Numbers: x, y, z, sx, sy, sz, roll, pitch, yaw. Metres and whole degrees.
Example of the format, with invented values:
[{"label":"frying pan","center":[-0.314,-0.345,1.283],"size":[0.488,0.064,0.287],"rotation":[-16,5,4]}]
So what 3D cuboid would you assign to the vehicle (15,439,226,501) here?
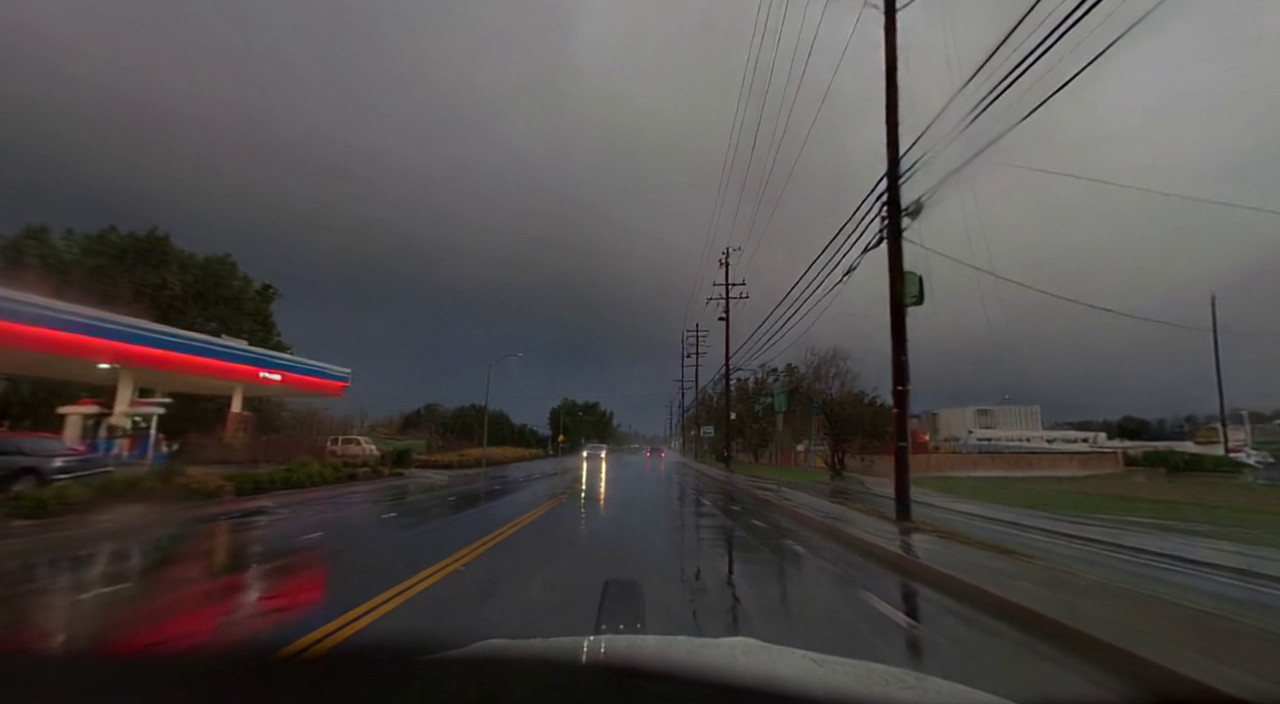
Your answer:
[{"label":"vehicle","center":[-13.862,3.147,17.352],"size":[1.947,1.435,4.606],"rotation":[0,-9,-1]}]

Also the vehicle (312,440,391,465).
[{"label":"vehicle","center":[-22.163,7.726,48.793],"size":[2.094,1.778,5.276],"rotation":[-5,-10,28]}]
